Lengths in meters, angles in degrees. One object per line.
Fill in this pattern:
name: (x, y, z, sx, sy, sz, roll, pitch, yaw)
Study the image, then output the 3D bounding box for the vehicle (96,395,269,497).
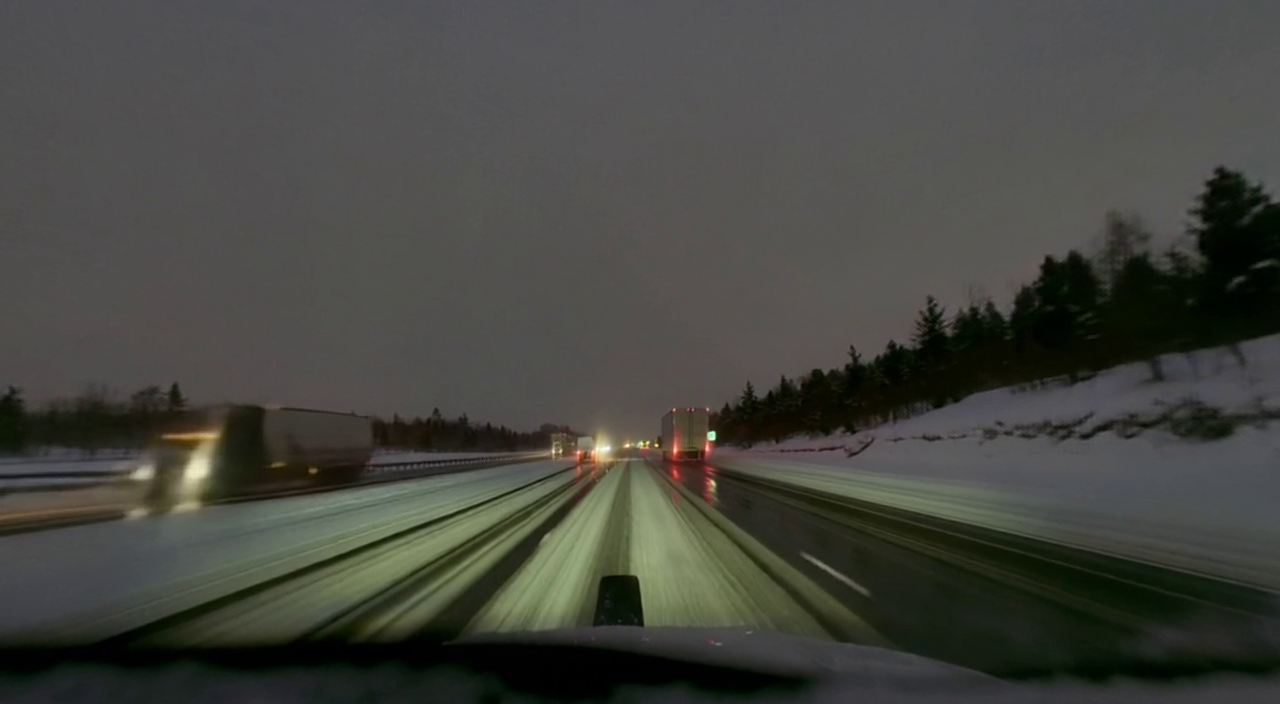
vehicle: (-19.979, 4.185, 28.043, 3.041, 4.017, 5.863, 0, -9, 0)

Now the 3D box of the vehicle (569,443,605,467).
vehicle: (-3.598, 7.060, 43.309, 2.100, 1.525, 4.179, 0, -9, 0)
